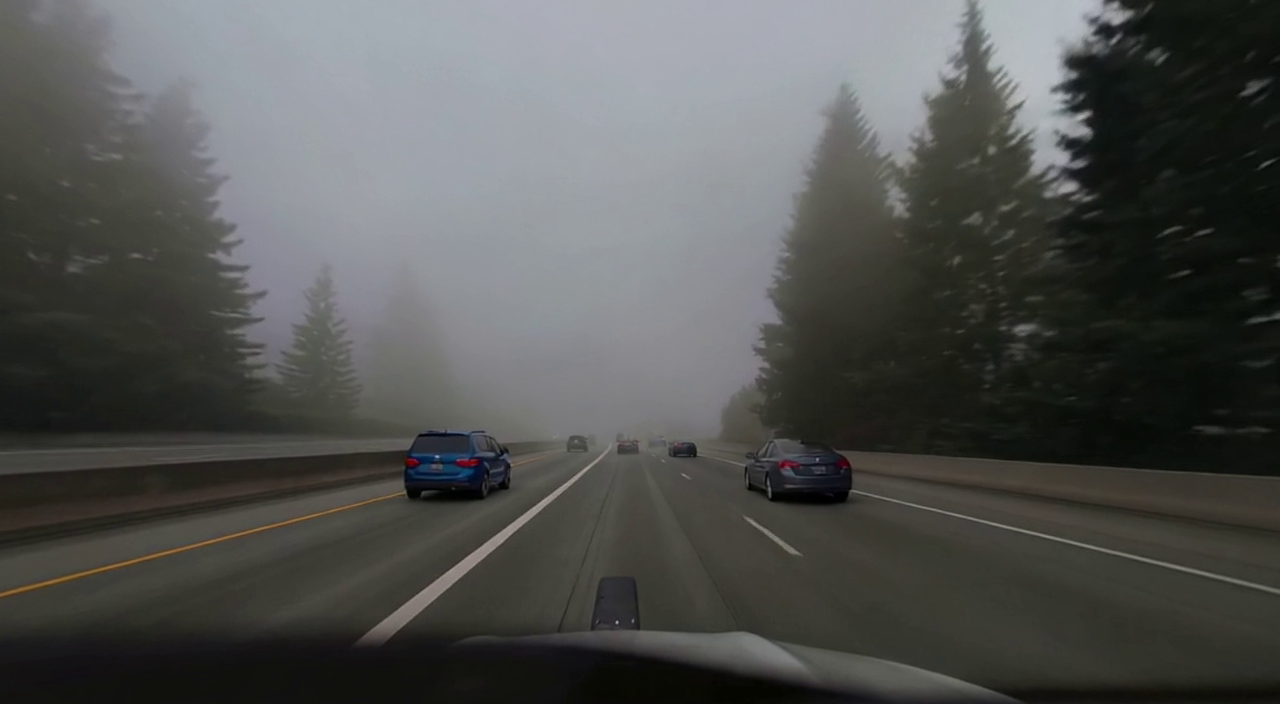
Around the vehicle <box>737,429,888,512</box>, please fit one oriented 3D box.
[{"bbox_3d":[3.455,2.433,13.472,1.986,1.488,3.867,1,-8,-3],"label":"vehicle"}]

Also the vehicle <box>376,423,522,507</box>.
[{"bbox_3d":[-3.939,2.375,13.803,1.941,1.529,4.111,0,-8,-1],"label":"vehicle"}]

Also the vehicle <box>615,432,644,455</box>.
[{"bbox_3d":[-0.846,7.166,49.656,2.191,1.727,3.981,1,-8,-2],"label":"vehicle"}]

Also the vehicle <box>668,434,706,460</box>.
[{"bbox_3d":[2.799,5.788,38.605,1.883,1.536,3.792,1,-8,-3],"label":"vehicle"}]
